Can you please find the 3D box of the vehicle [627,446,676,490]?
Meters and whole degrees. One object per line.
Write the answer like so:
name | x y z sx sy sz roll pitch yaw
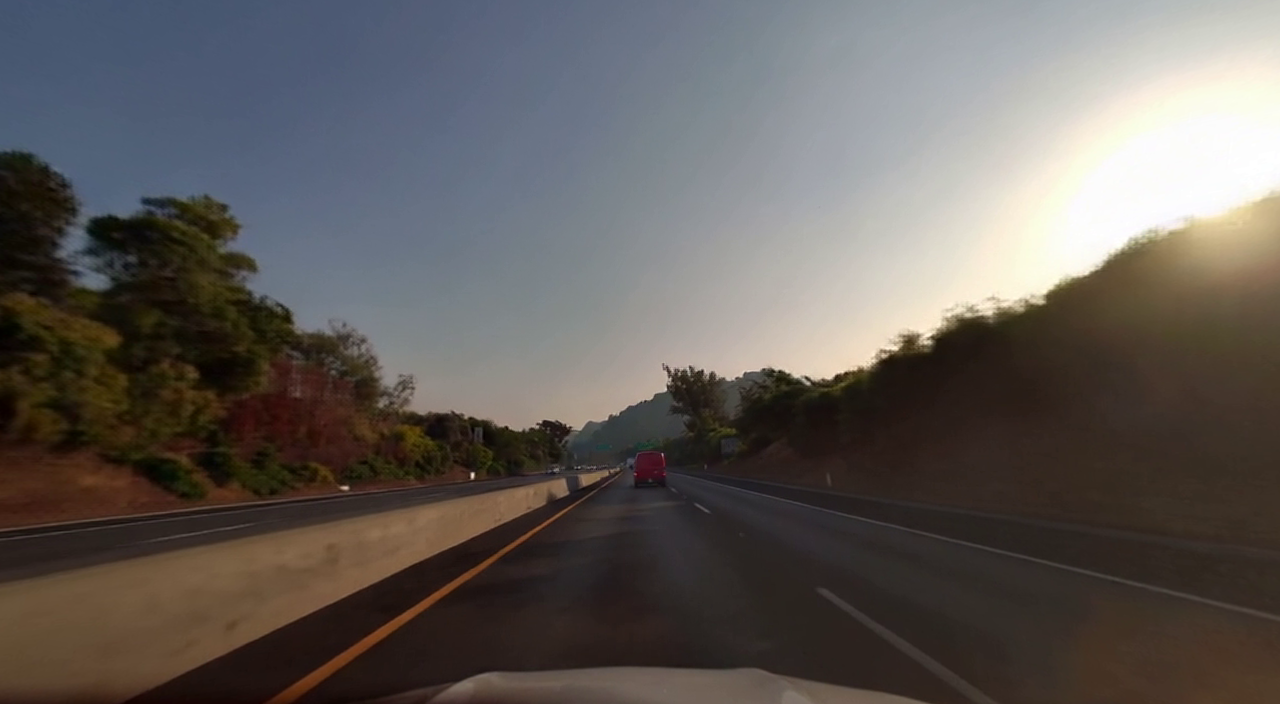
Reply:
vehicle | 0.554 6.336 34.343 2.429 2.167 4.558 1 -11 -2
